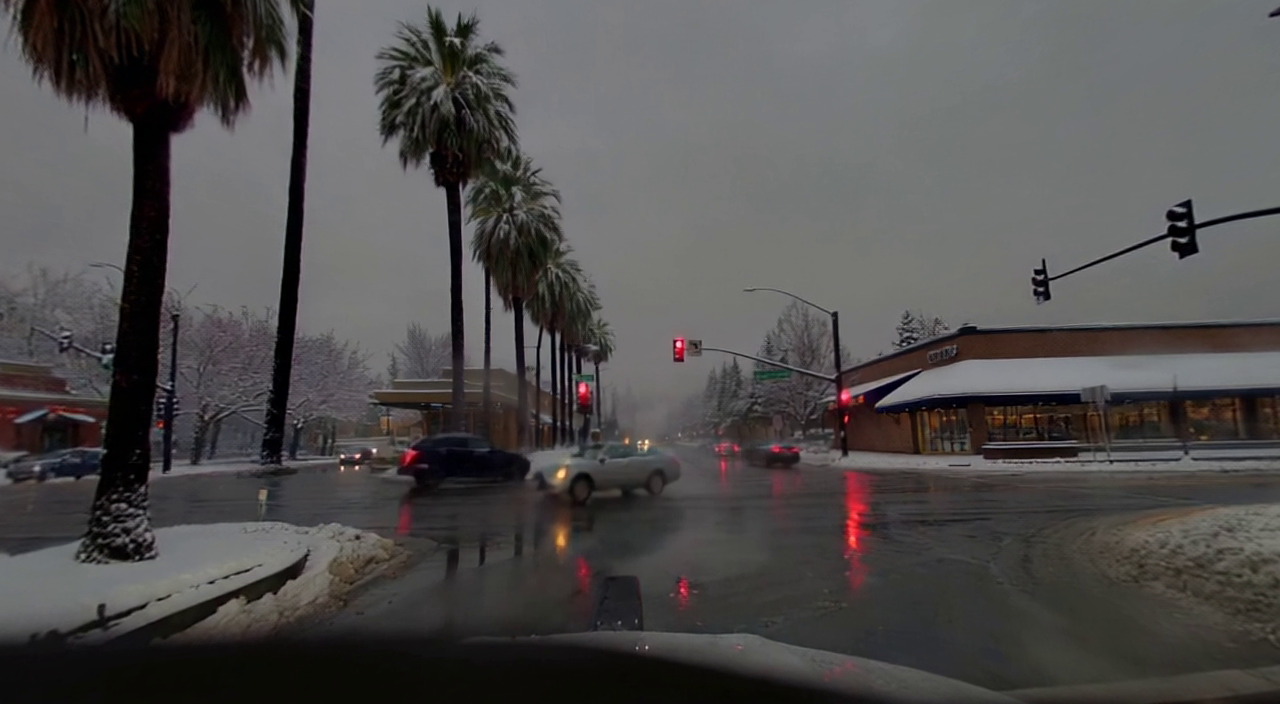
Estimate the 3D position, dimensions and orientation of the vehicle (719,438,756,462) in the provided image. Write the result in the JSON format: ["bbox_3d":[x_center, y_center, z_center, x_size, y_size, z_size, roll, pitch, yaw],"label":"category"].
[{"bbox_3d":[7.140,7.235,46.612,1.867,1.653,4.596,0,-9,-2],"label":"vehicle"}]

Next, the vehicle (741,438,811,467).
[{"bbox_3d":[7.639,5.700,35.800,1.890,1.572,3.826,4,-9,-26],"label":"vehicle"}]

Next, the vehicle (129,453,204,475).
[{"bbox_3d":[-37.204,8.802,49.607,2.160,1.565,4.868,0,-8,-1],"label":"vehicle"}]

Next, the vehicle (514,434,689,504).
[{"bbox_3d":[-0.895,2.861,15.833,4.035,1.512,1.828,7,-11,-38],"label":"vehicle"}]

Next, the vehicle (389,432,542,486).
[{"bbox_3d":[-5.903,3.629,21.611,4.603,1.653,1.999,6,-11,-37],"label":"vehicle"}]
